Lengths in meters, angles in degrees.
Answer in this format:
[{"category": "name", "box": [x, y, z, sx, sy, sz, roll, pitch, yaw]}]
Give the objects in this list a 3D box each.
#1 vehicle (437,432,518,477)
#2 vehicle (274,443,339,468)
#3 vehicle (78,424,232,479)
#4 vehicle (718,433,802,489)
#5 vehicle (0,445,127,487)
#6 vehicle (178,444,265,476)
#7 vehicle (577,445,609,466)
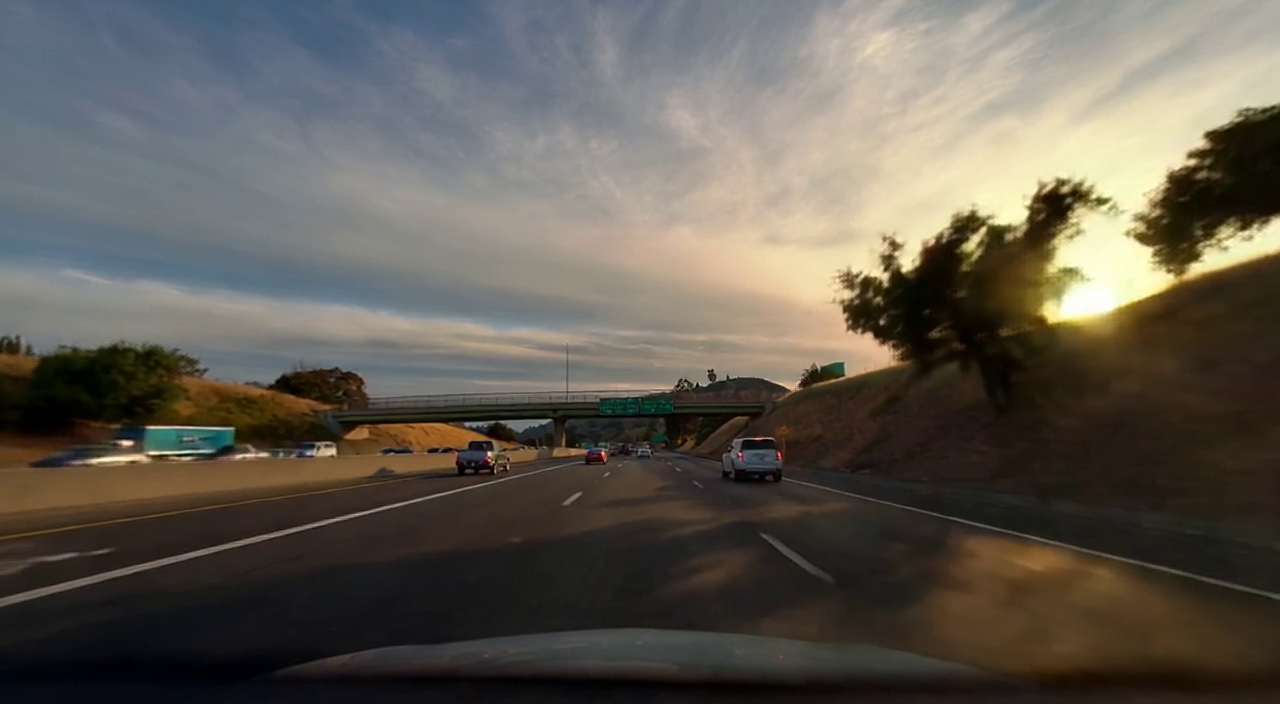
[{"category": "vehicle", "box": [-7.711, 4.958, 30.563, 2.341, 1.959, 5.684, 0, -9, 1]}, {"category": "vehicle", "box": [-25.206, 7.854, 47.843, 2.090, 1.746, 5.035, 0, -9, 0]}, {"category": "vehicle", "box": [-33.044, 6.863, 43.637, 2.868, 3.365, 9.661, 0, -9, 0]}, {"category": "vehicle", "box": [4.012, 3.721, 21.842, 1.990, 1.735, 4.276, 0, -9, -1]}, {"category": "vehicle", "box": [-25.418, 4.891, 27.456, 1.980, 1.634, 4.800, 0, -9, 0]}, {"category": "vehicle", "box": [-25.458, 6.568, 38.539, 2.032, 1.772, 4.753, 0, -9, 0]}, {"category": "vehicle", "box": [-3.523, 7.908, 48.290, 2.067, 1.528, 4.551, 0, -9, 1]}]
